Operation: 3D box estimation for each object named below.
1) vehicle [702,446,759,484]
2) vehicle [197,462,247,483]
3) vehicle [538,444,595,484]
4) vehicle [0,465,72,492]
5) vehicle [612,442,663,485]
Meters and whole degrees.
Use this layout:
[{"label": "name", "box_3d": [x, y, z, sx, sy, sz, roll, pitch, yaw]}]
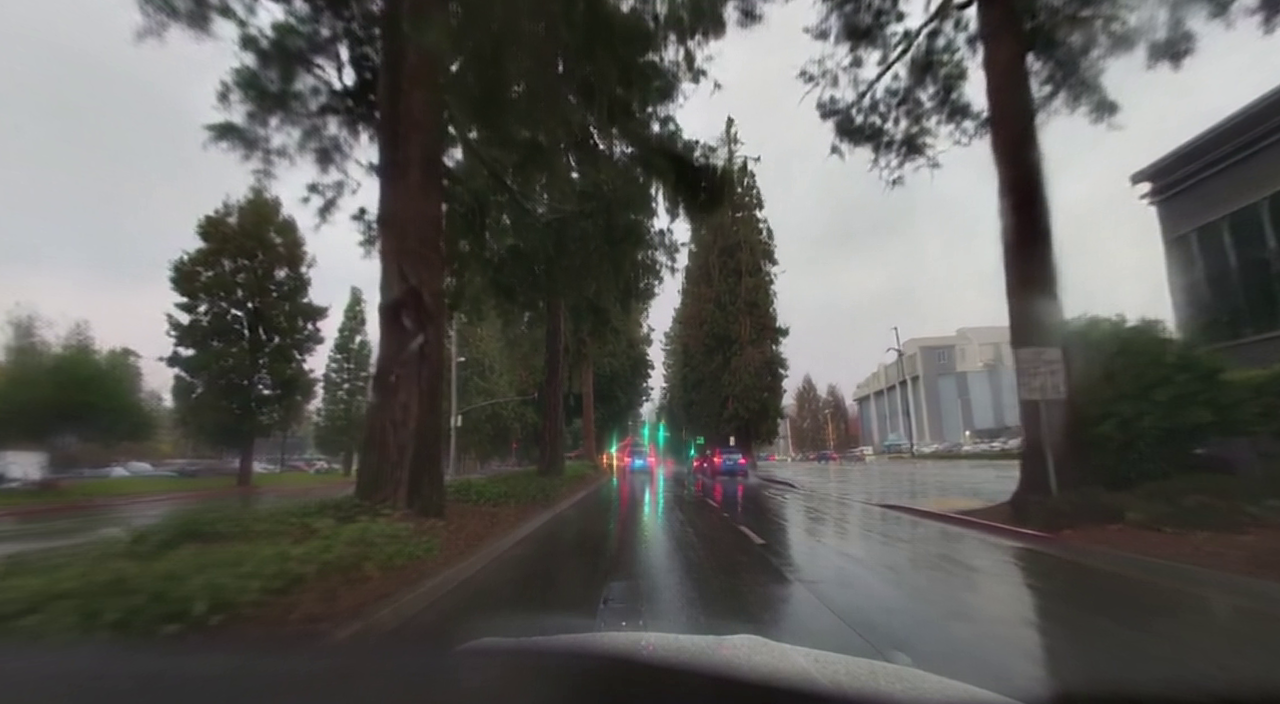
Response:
[{"label": "vehicle", "box_3d": [3.934, 4.973, 28.101, 1.847, 1.554, 4.052, 0, -8, -1]}, {"label": "vehicle", "box_3d": [-32.257, 9.292, 48.783, 1.742, 1.411, 4.415, 2, -9, -13]}, {"label": "vehicle", "box_3d": [-3.380, 5.252, 29.968, 2.047, 1.710, 4.314, 0, -8, 2]}, {"label": "vehicle", "box_3d": [-39.649, 8.168, 40.952, 1.750, 1.462, 4.400, 1, -8, -6]}, {"label": "vehicle", "box_3d": [-0.050, 4.768, 27.247, 2.022, 1.700, 4.084, 0, -8, 2]}]
